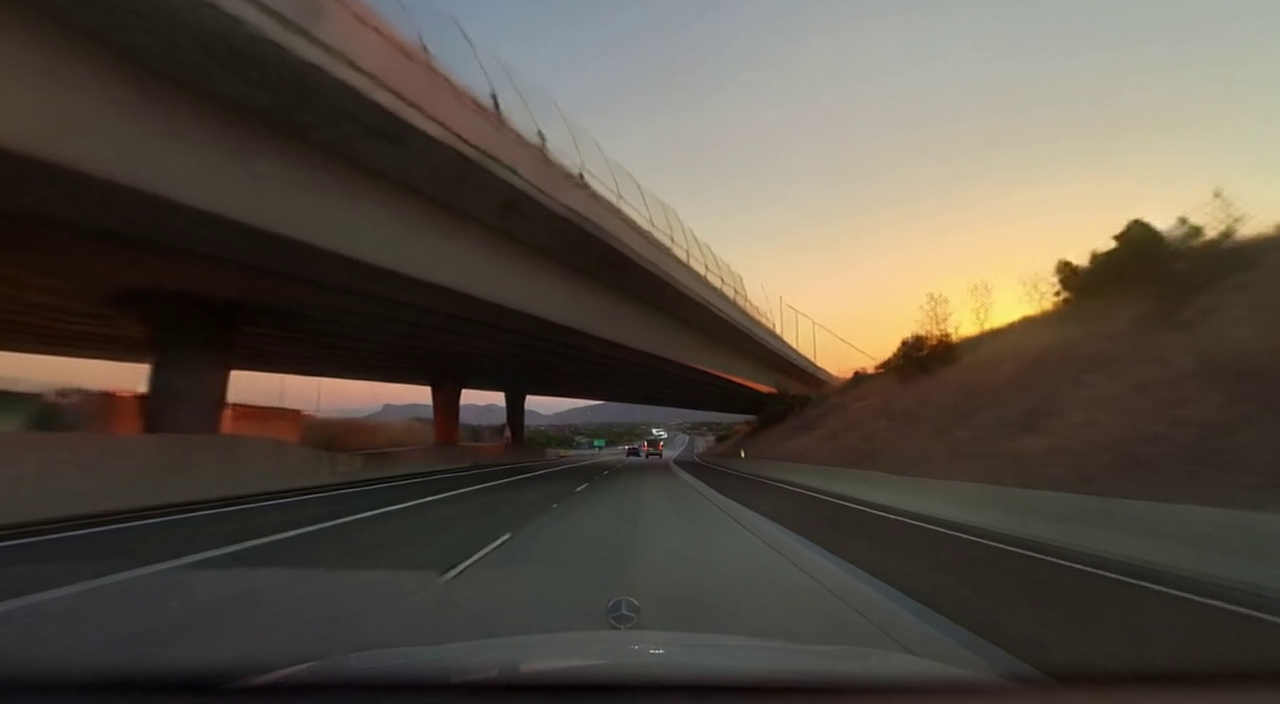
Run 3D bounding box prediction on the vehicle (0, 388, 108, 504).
[{"bbox_3d":[-23.540,2.851,19.137,2.899,3.944,13.450,0,-9,1],"label":"vehicle"}]
